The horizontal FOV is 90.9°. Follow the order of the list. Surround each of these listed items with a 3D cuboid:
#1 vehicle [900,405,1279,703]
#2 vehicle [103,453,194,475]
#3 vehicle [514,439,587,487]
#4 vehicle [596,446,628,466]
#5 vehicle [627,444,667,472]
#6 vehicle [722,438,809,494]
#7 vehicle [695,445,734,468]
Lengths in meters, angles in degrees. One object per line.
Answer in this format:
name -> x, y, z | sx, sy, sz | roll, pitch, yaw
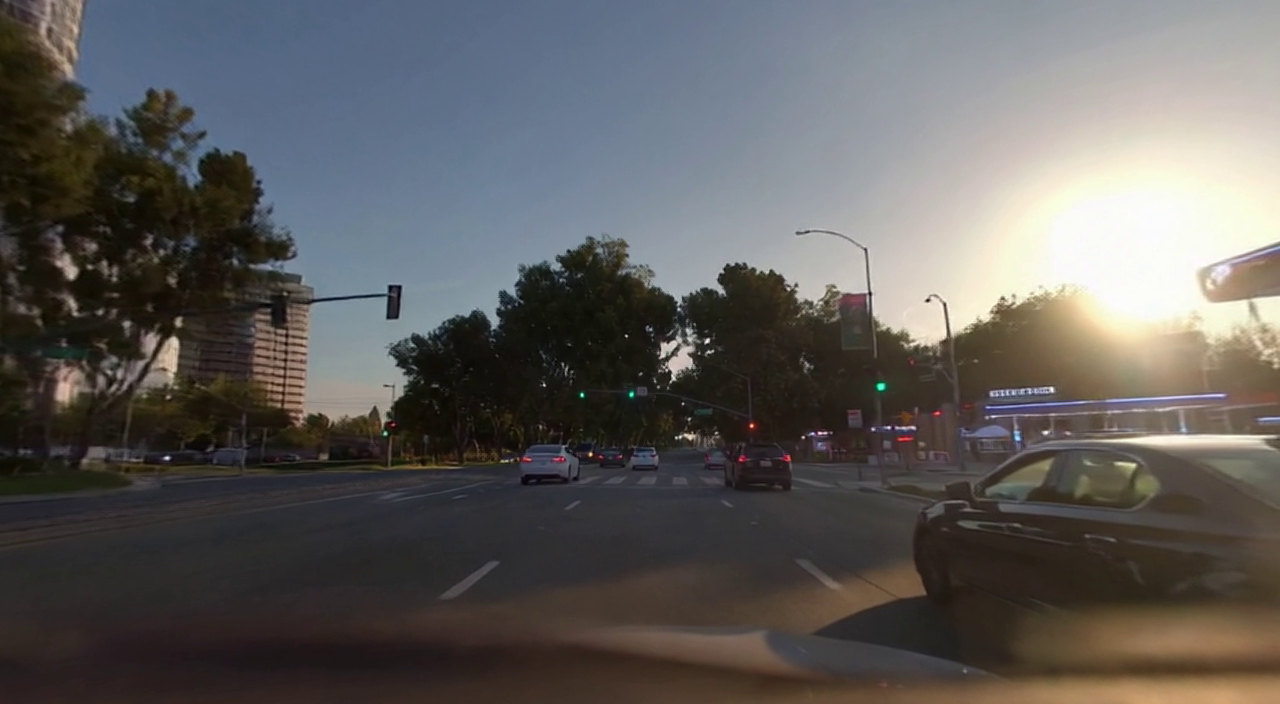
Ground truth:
vehicle -> 3.596, 1.158, 3.801 | 2.038, 1.499, 4.868 | 0, -8, 1
vehicle -> -33.926, 7.728, 43.537 | 4.652, 1.453, 1.945 | 0, -8, 1
vehicle -> -3.224, 4.104, 23.575 | 2.023, 1.607, 4.086 | 0, -8, 2
vehicle -> -2.051, 7.821, 47.606 | 2.192, 1.463, 4.211 | 0, -8, 1
vehicle -> 0.381, 5.983, 35.777 | 2.104, 1.477, 4.591 | 0, -8, 0
vehicle -> 4.044, 3.737, 21.065 | 2.022, 1.683, 4.171 | 0, -8, 0
vehicle -> 5.037, 7.115, 42.951 | 2.174, 1.462, 4.400 | 0, -8, 1
